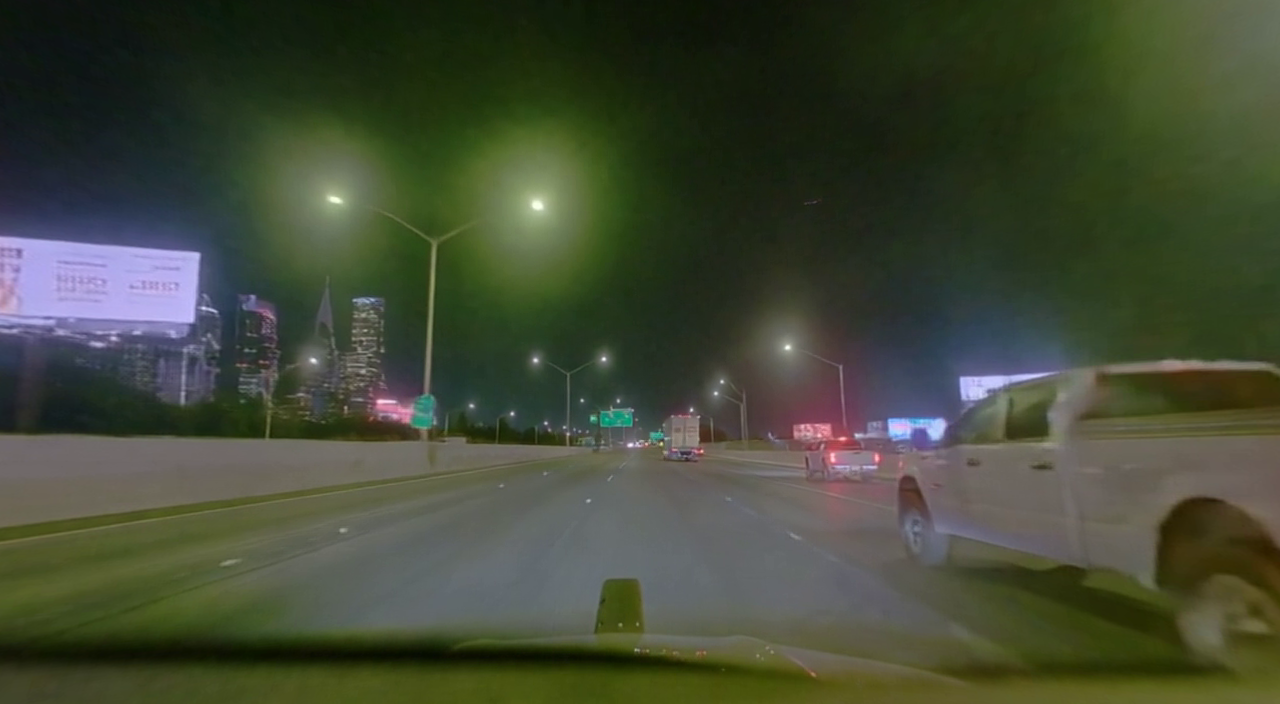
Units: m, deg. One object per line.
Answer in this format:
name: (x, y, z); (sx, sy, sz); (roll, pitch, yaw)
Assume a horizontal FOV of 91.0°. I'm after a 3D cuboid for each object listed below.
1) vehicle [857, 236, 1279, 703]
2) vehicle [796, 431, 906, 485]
vehicle: (4.058, 0.898, 4.537); (2.740, 2.157, 6.300); (0, -9, 0)
vehicle: (8.455, 4.334, 25.945); (2.544, 1.947, 5.288); (0, -9, -2)
